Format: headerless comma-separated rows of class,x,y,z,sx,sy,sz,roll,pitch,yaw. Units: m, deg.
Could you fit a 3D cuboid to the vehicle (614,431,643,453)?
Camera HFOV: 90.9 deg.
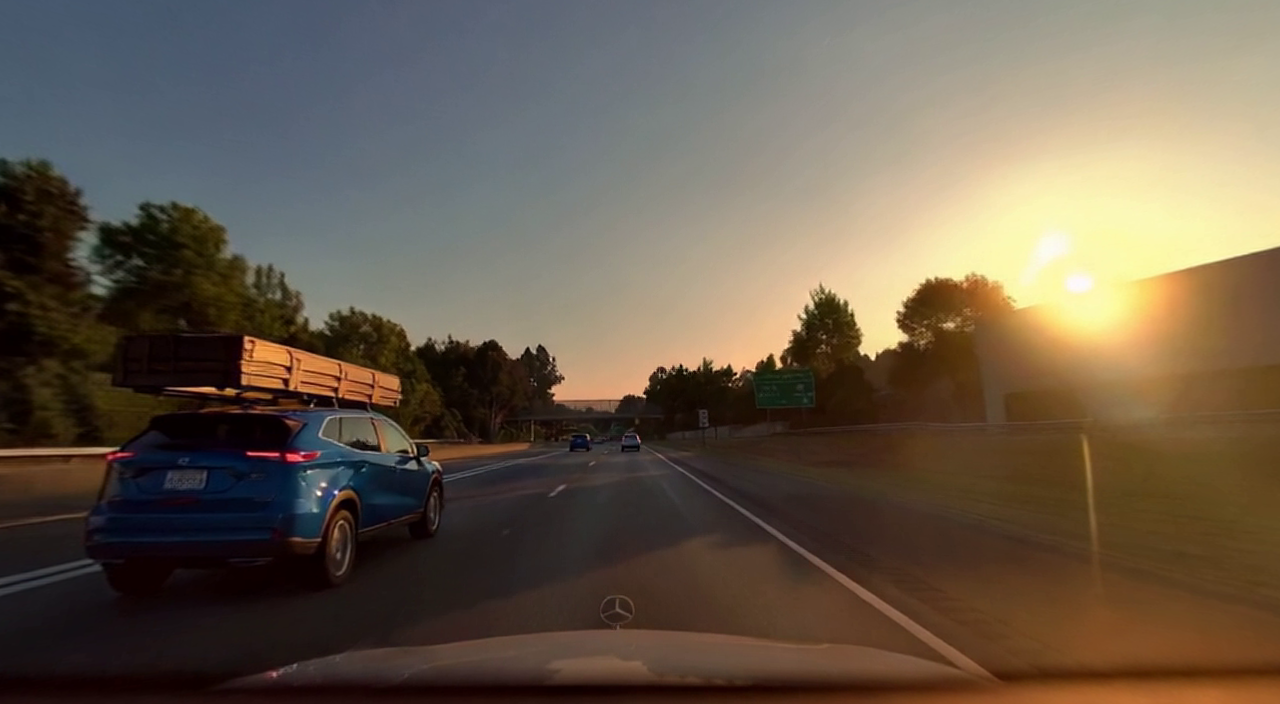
vehicle,-0.875,6.891,48.458,2.151,1.618,3.898,0,-8,-1
